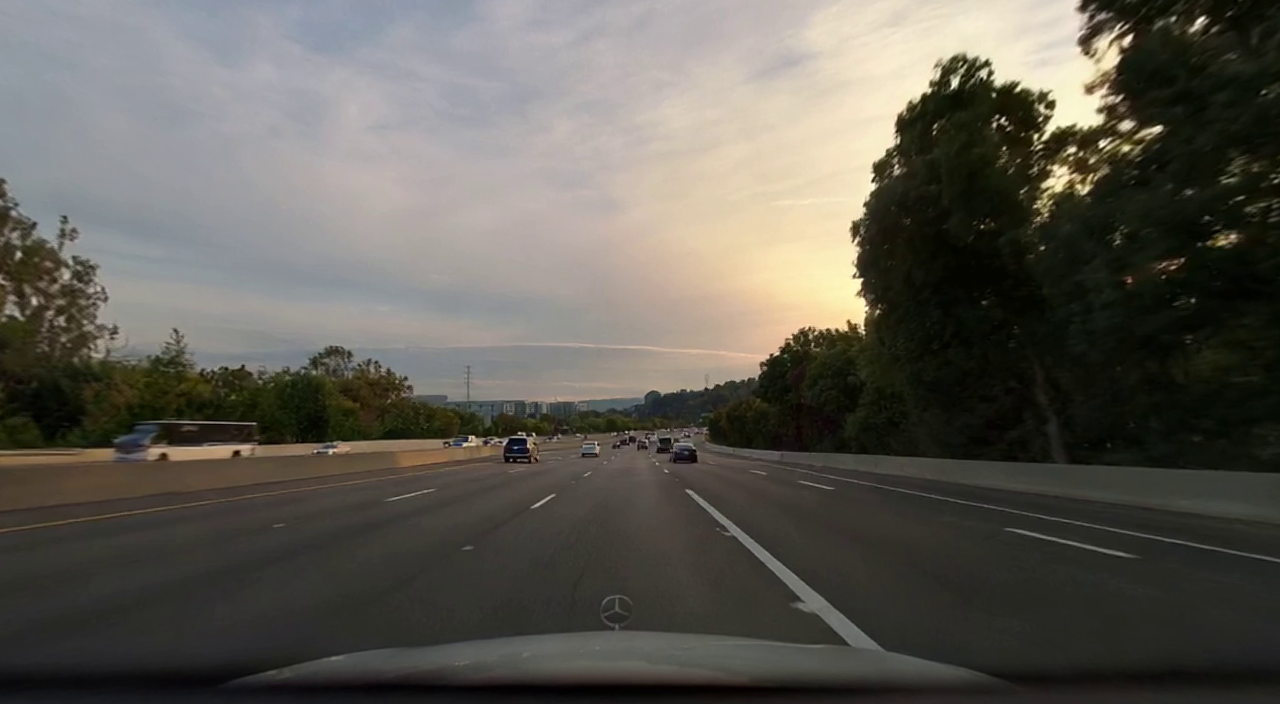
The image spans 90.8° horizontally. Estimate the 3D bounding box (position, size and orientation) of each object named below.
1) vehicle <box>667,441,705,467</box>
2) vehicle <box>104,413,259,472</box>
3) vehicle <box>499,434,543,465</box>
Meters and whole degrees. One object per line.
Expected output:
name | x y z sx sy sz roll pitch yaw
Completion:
vehicle | 2.769 6.247 38.847 1.967 1.475 4.080 0 -8 -1
vehicle | -27.828 5.618 39.115 2.937 3.196 8.787 0 -9 0
vehicle | -7.585 6.293 40.726 2.009 1.850 4.338 0 -8 -1
